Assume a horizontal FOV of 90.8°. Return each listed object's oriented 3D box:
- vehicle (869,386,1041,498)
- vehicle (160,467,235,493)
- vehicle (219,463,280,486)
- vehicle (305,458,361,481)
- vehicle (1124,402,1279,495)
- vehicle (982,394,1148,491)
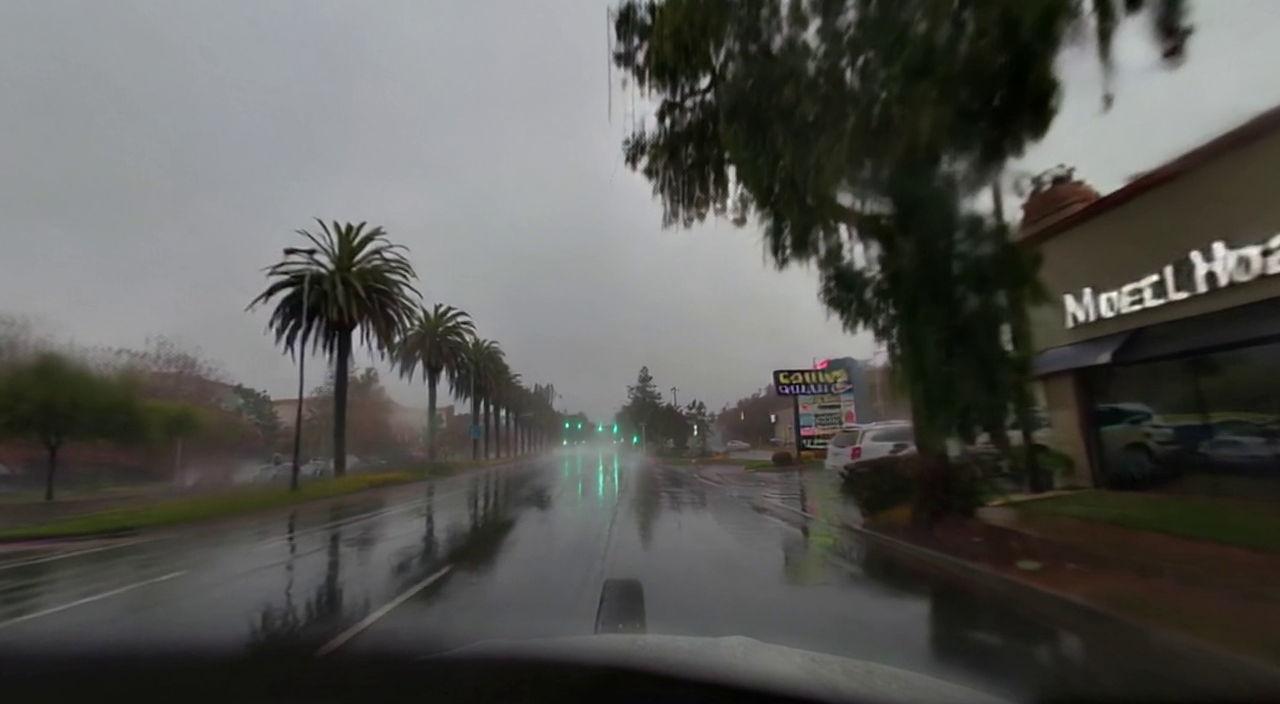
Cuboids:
[{"bbox_3d":[9.692,2.746,19.207,5.942,2.851,2.531,8,-12,-42],"label":"vehicle"},{"bbox_3d":[-28.320,8.168,40.630,1.909,1.436,4.443,1,-9,-5],"label":"vehicle"},{"bbox_3d":[-28.758,9.037,46.674,1.861,1.474,4.719,1,-9,-6],"label":"vehicle"},{"bbox_3d":[-22.472,8.579,46.412,1.970,1.511,4.836,0,-9,-4],"label":"vehicle"},{"bbox_3d":[16.048,2.515,17.484,2.525,2.043,6.684,-7,-8,24],"label":"vehicle"},{"bbox_3d":[11.740,2.481,17.246,2.514,2.172,5.798,-9,-12,44],"label":"vehicle"}]
